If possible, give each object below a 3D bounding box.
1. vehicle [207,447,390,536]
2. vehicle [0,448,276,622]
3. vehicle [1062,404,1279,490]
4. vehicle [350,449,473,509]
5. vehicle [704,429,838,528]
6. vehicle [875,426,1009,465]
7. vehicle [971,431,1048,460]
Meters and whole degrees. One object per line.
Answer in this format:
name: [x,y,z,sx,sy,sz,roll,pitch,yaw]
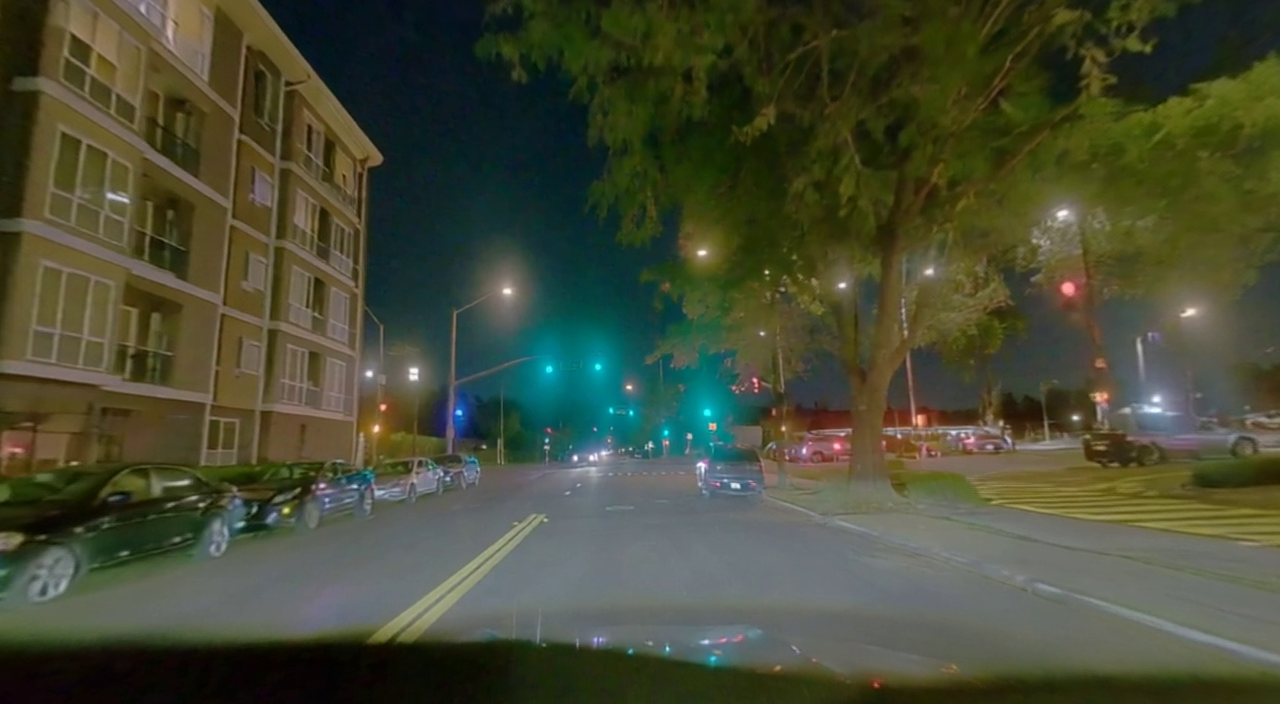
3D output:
vehicle: [-6.713,2.721,12.937,1.713,1.531,3.685,0,-8,-1]
vehicle: [-6.482,1.905,7.563,1.789,1.462,4.313,0,-9,-2]
vehicle: [12.580,2.149,14.328,4.591,1.785,1.921,0,-8,-1]
vehicle: [-6.434,3.599,18.444,1.934,1.484,4.630,0,-9,-1]
vehicle: [2.866,2.818,15.079,2.034,1.689,4.978,0,-4,-1]
vehicle: [11.872,3.701,25.032,4.348,1.439,1.907,0,-8,-6]
vehicle: [22.738,5.766,38.962,3.673,1.554,1.760,3,-8,1]
